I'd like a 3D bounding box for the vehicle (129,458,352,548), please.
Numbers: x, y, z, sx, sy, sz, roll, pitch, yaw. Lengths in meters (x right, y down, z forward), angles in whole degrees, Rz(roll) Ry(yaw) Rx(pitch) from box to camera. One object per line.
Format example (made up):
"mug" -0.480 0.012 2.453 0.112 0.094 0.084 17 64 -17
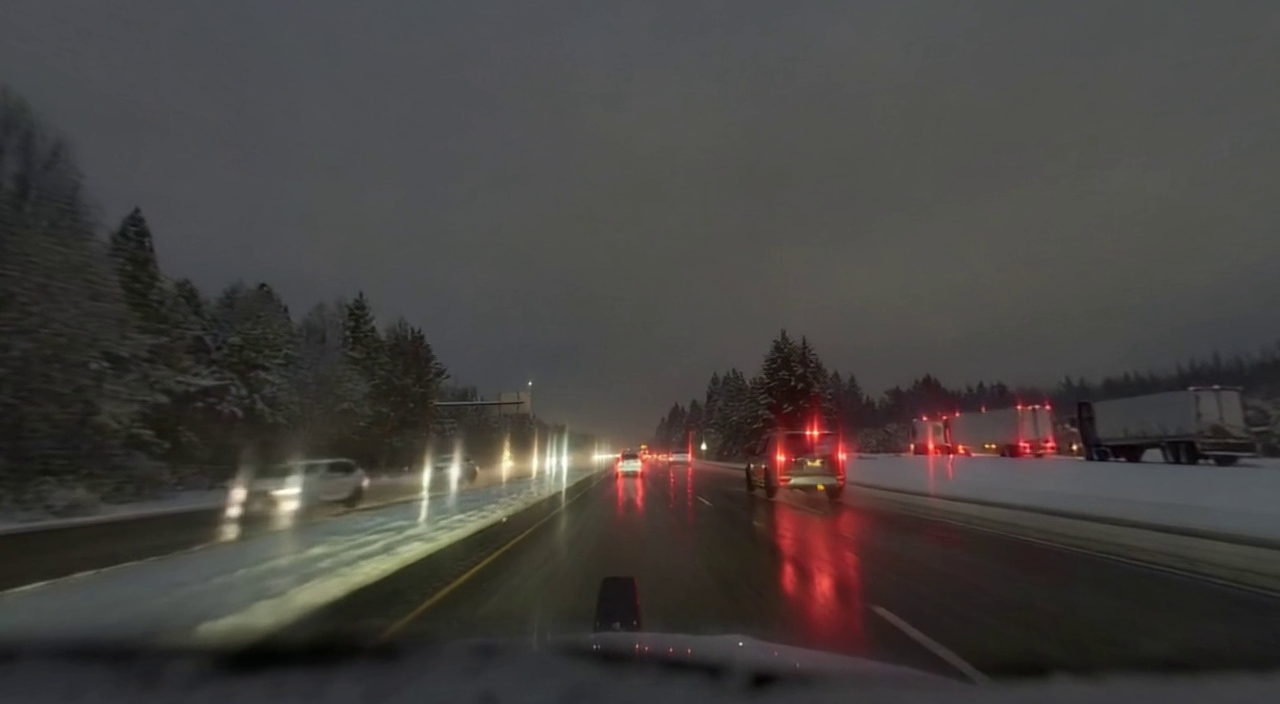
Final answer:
"vehicle" -8.214 3.096 13.505 1.896 1.519 4.372 0 -9 0

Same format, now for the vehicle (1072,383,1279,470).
"vehicle" 27.263 4.030 32.469 2.971 3.746 10.126 -1 -9 4

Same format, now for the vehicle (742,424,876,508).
"vehicle" 4.389 3.064 17.247 2.261 1.952 4.784 0 -9 -1

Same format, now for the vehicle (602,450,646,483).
"vehicle" -0.770 5.660 31.232 2.029 1.483 3.769 0 -9 -1

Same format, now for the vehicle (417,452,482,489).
"vehicle" -9.863 6.132 32.835 1.992 1.759 4.557 0 -9 0
